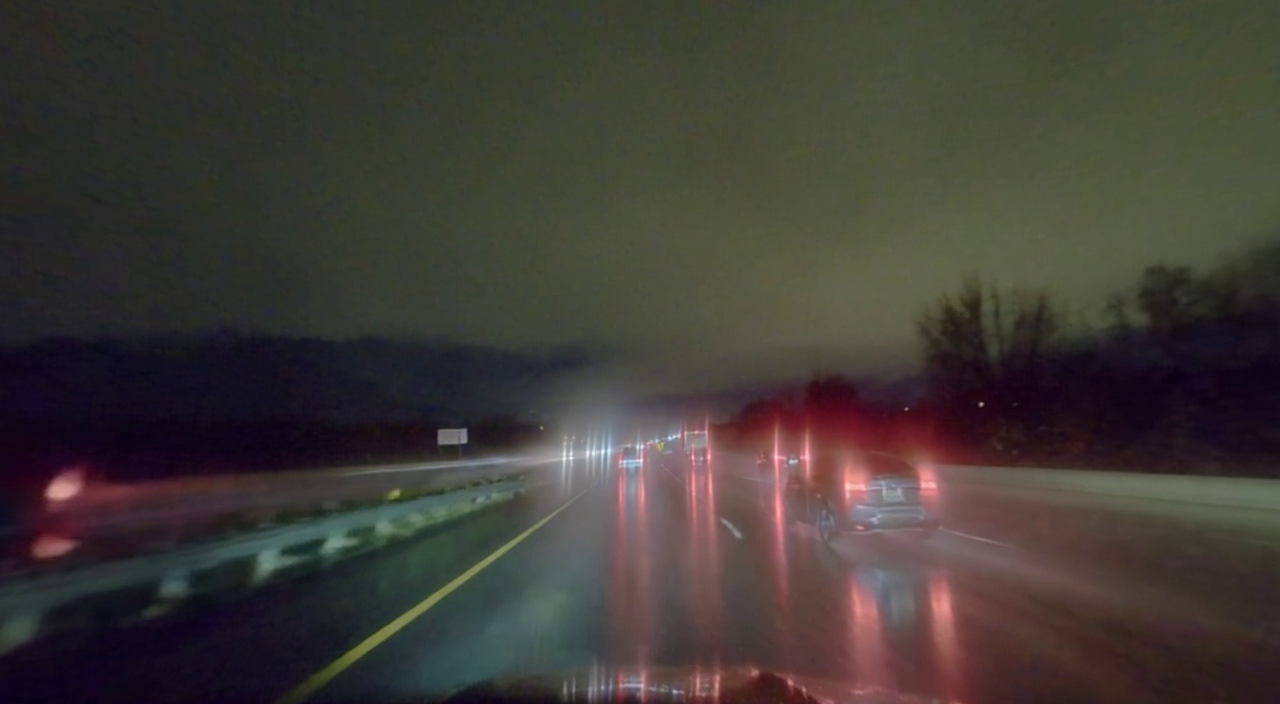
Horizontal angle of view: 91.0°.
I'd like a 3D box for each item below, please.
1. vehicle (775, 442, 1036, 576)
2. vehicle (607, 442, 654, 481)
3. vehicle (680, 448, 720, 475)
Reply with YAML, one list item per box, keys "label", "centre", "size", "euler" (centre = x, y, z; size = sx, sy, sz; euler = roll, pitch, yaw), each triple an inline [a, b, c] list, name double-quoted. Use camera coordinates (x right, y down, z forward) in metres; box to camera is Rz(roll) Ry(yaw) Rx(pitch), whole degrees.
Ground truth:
- label: "vehicle"
  centre: [3.410, 2.072, 9.112]
  size: [2.004, 1.471, 4.032]
  euler: [0, -9, 0]
- label: "vehicle"
  centre: [-0.406, 5.314, 30.816]
  size: [2.142, 1.724, 4.344]
  euler: [0, -9, 1]
- label: "vehicle"
  centre: [3.684, 6.770, 39.144]
  size: [2.047, 1.540, 4.294]
  euler: [0, -9, 0]
